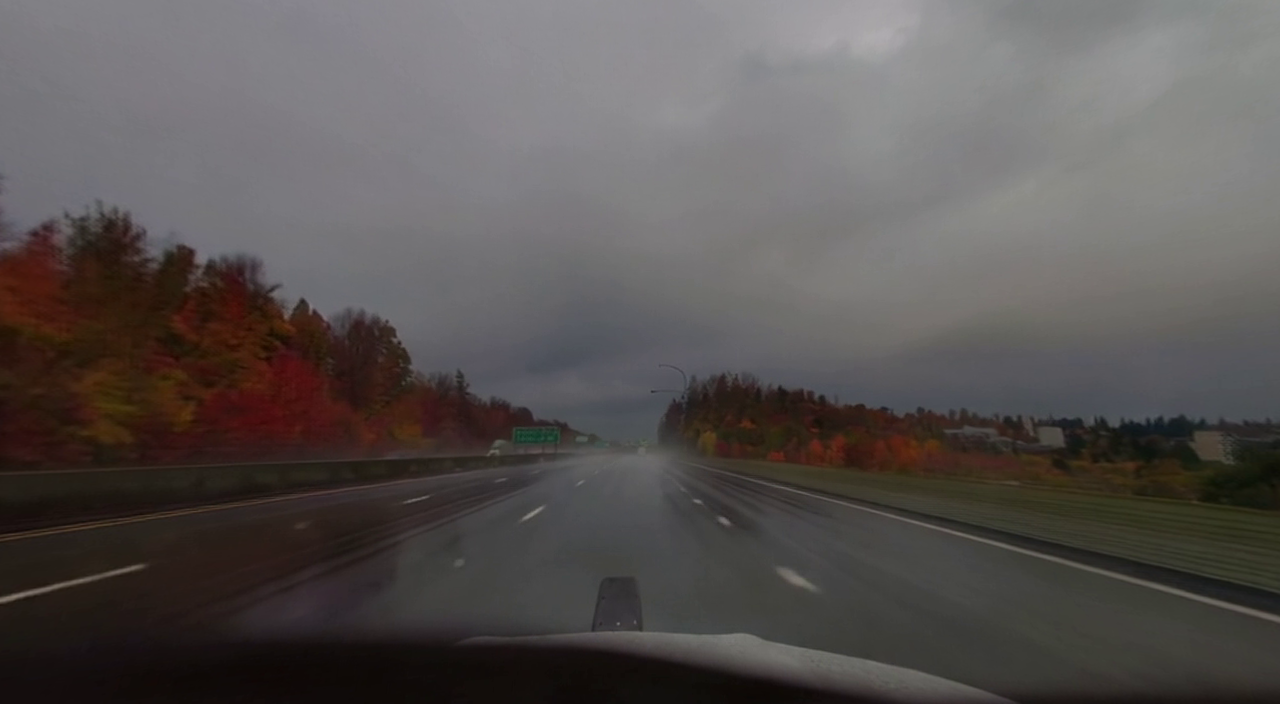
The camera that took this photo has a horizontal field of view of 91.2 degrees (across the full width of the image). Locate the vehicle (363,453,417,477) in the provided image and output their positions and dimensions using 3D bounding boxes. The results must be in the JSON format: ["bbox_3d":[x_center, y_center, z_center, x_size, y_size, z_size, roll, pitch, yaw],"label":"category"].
[{"bbox_3d":[-16.566,7.491,41.738,1.784,1.478,4.263,0,-9,0],"label":"vehicle"}]
